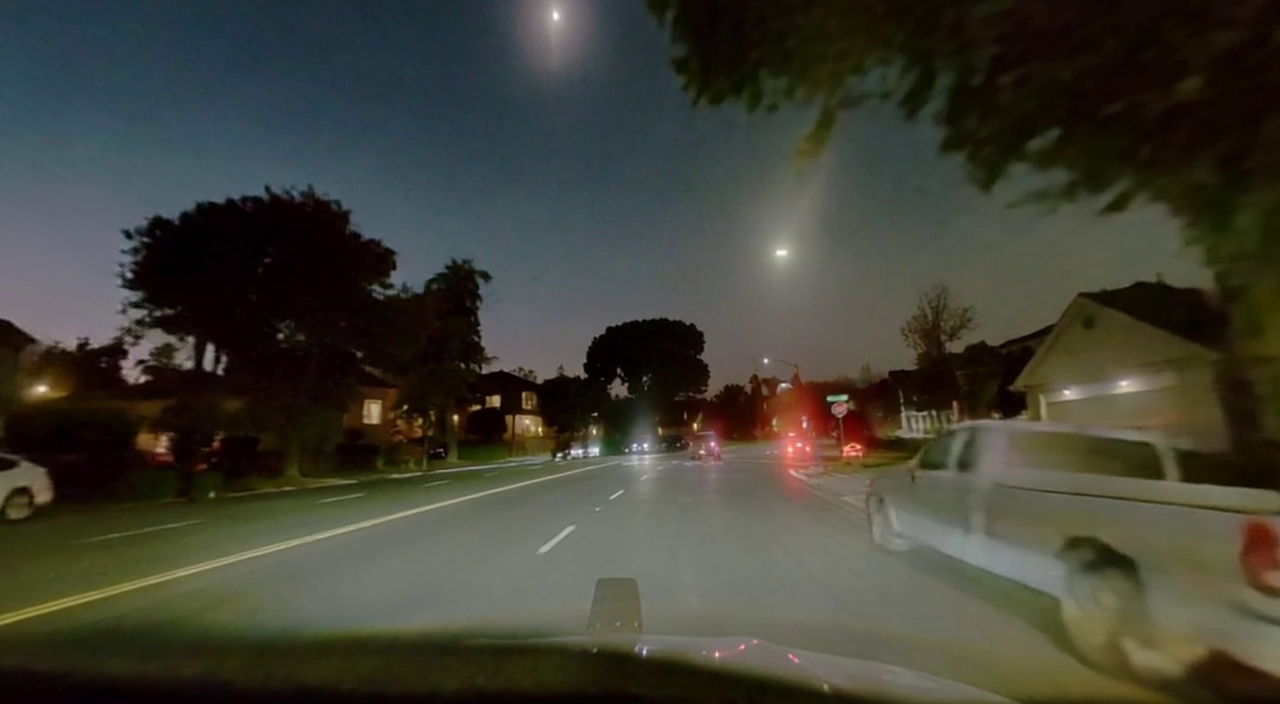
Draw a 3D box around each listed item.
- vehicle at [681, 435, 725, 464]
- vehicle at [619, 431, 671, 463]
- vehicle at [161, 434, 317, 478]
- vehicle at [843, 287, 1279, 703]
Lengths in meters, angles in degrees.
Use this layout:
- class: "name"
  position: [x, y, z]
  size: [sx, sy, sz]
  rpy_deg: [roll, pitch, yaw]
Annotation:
- class: "vehicle"
  position: [3.463, 5.206, 33.816]
  size: [1.955, 1.459, 4.383]
  rpy_deg: [-1, -8, 11]
- class: "vehicle"
  position: [0.368, 5.409, 36.088]
  size: [2.178, 1.695, 4.339]
  rpy_deg: [-2, -8, 11]
- class: "vehicle"
  position: [-17.069, 4.453, 26.999]
  size: [5.177, 1.779, 2.199]
  rpy_deg: [0, -8, 1]
- class: "vehicle"
  position: [3.695, 1.144, 5.153]
  size: [2.516, 2.019, 5.790]
  rpy_deg: [0, -8, 4]
